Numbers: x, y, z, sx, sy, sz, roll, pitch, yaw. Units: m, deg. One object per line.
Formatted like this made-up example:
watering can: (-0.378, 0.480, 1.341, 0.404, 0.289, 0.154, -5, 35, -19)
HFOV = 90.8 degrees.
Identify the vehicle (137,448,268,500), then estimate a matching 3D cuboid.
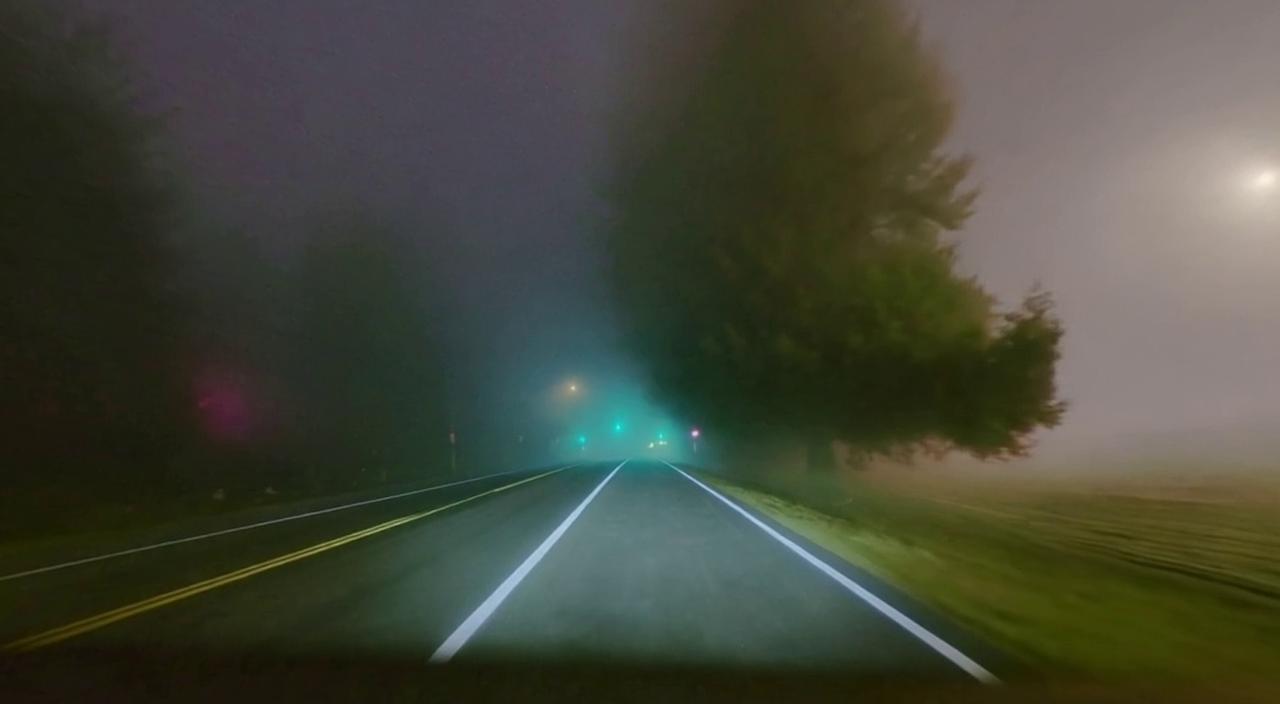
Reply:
vehicle: (-20.561, 5.709, 29.822, 4.655, 1.832, 2.227, -6, -7, 2)
